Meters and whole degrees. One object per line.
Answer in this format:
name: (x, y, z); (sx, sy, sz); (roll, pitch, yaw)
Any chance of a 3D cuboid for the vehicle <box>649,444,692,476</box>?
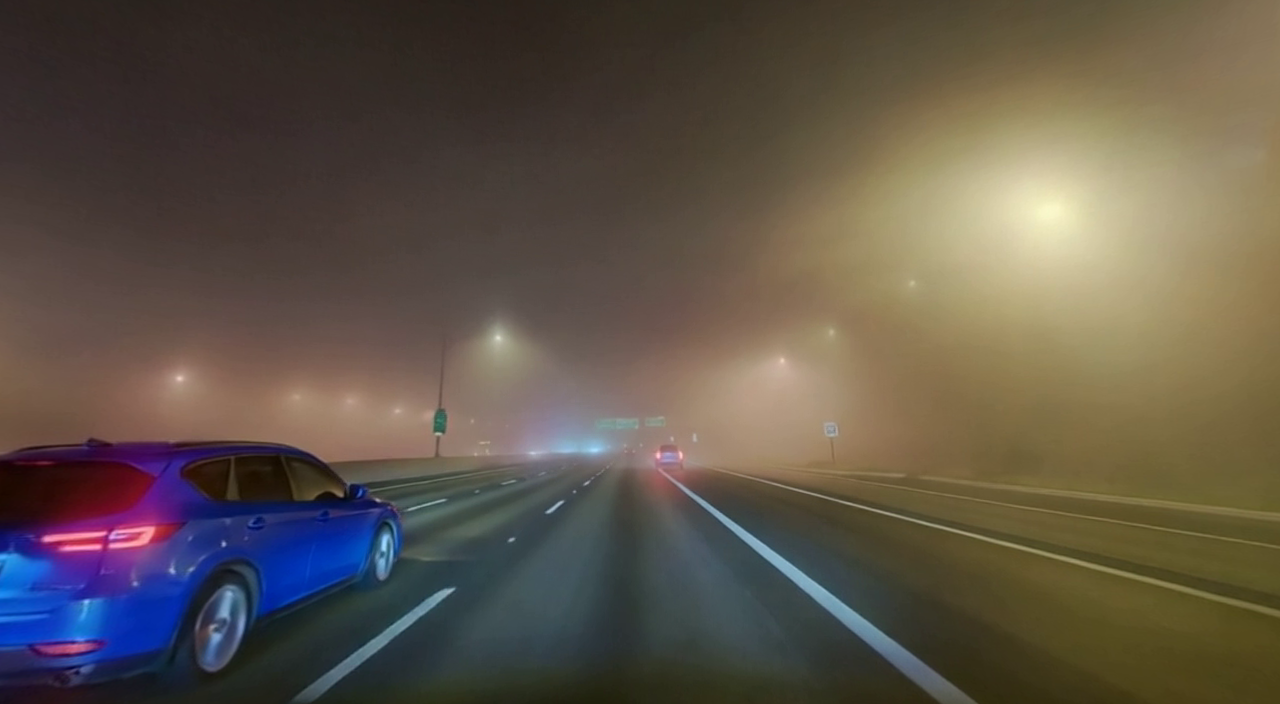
vehicle: (1.475, 5.513, 32.371); (2.055, 1.501, 4.321); (0, -9, 1)
